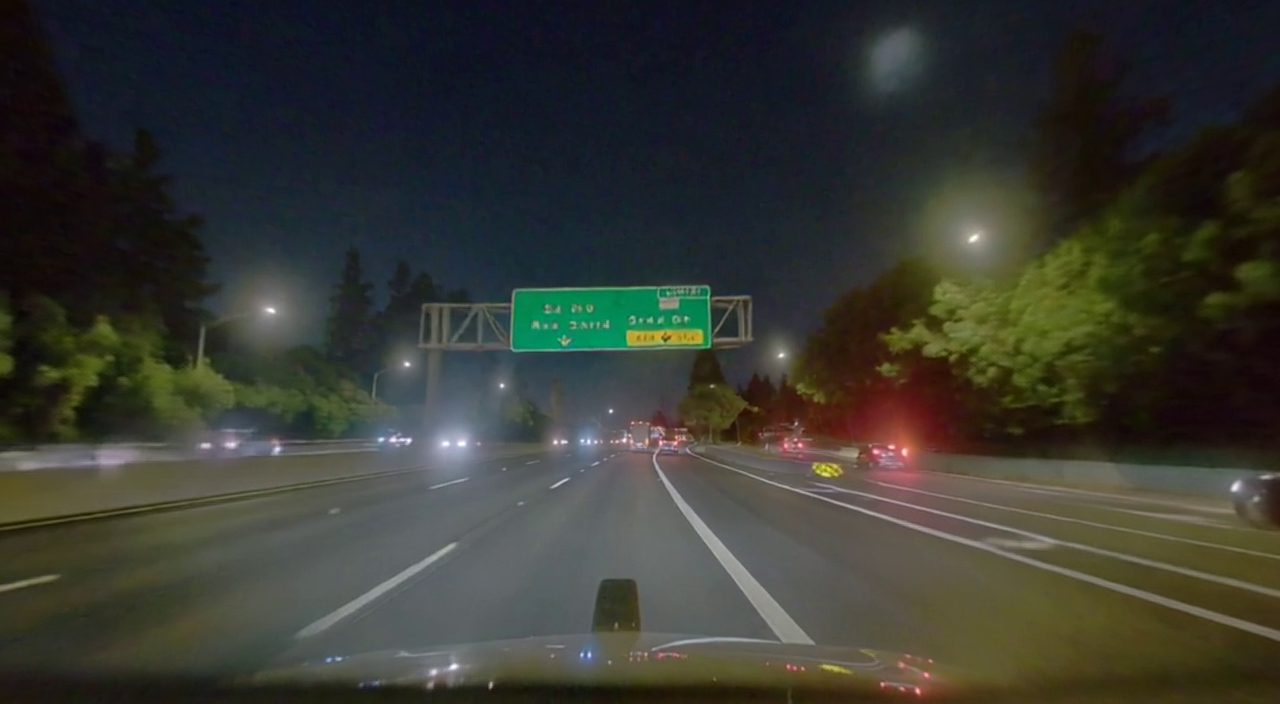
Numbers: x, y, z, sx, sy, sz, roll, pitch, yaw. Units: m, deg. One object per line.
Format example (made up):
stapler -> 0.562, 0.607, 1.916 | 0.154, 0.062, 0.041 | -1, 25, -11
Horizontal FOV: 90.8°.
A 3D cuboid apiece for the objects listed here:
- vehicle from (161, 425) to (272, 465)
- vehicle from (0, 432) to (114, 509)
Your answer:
vehicle -> -19.224, 4.250, 28.974 | 1.960, 1.706, 4.524 | 0, -8, 0
vehicle -> -13.149, 2.291, 12.249 | 1.925, 1.456, 4.613 | 0, -8, 0
